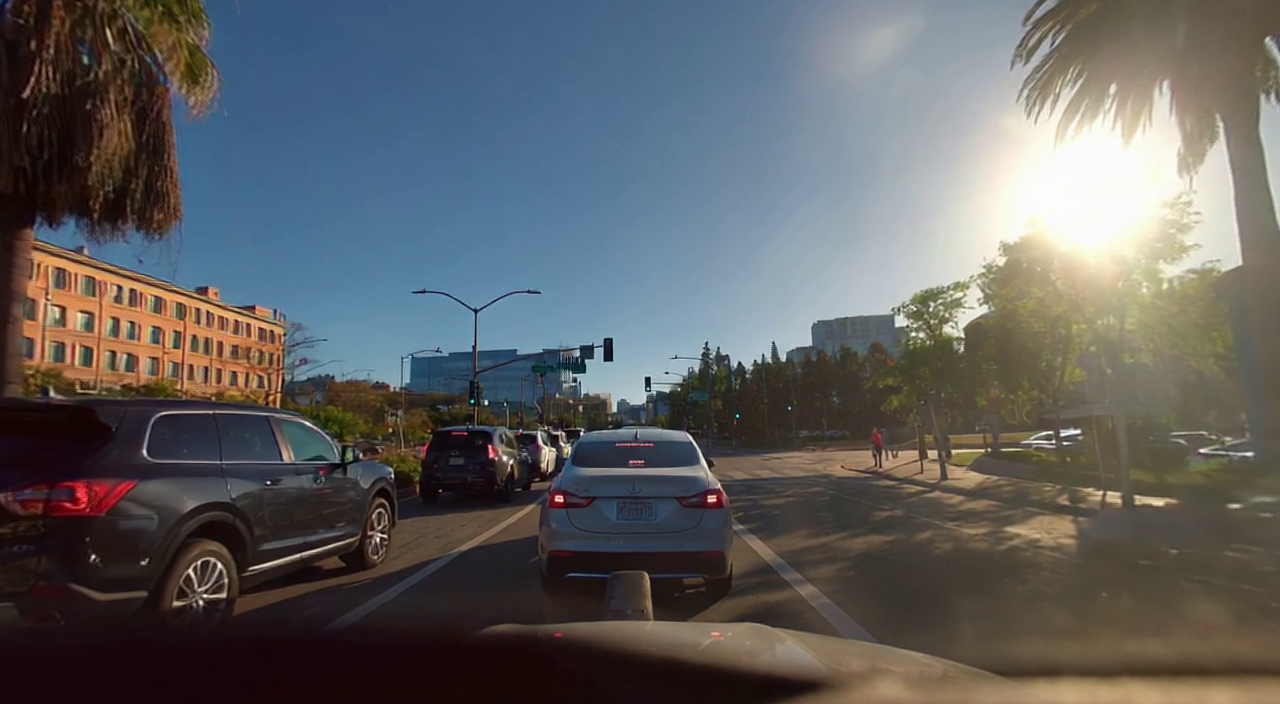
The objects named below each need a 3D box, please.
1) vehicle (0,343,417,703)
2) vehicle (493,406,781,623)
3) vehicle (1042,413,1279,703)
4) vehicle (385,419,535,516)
[{"bbox_3d":[-3.539,1.141,5.069,1.914,1.741,4.398,0,-8,-1],"label":"vehicle"},{"bbox_3d":[-0.051,1.514,6.858,2.114,1.585,4.285,0,-8,-1],"label":"vehicle"},{"bbox_3d":[3.770,0.908,2.033,1.982,1.480,4.572,0,-8,1],"label":"vehicle"},{"bbox_3d":[-3.481,2.317,13.084,1.840,1.684,4.041,0,-8,1],"label":"vehicle"}]
